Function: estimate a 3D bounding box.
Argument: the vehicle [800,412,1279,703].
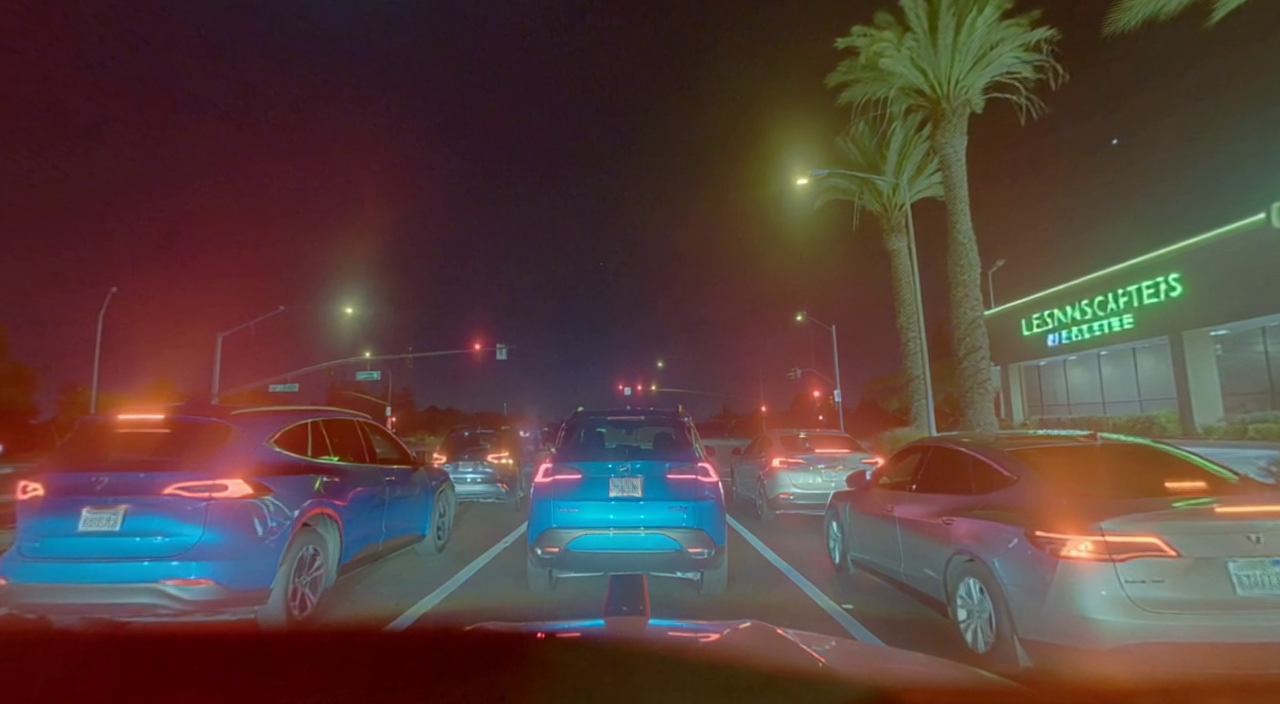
[{"bbox_3d":[2.971,1.373,5.250,2.017,1.491,4.611,0,-8,-1],"label":"vehicle"}]

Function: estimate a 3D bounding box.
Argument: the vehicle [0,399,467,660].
[{"bbox_3d":[-3.351,1.385,6.052,2.014,1.534,4.455,0,-8,1],"label":"vehicle"}]

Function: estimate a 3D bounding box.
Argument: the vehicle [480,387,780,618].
[{"bbox_3d":[-0.138,1.466,7.068,2.280,1.747,4.361,0,-8,-2],"label":"vehicle"}]
